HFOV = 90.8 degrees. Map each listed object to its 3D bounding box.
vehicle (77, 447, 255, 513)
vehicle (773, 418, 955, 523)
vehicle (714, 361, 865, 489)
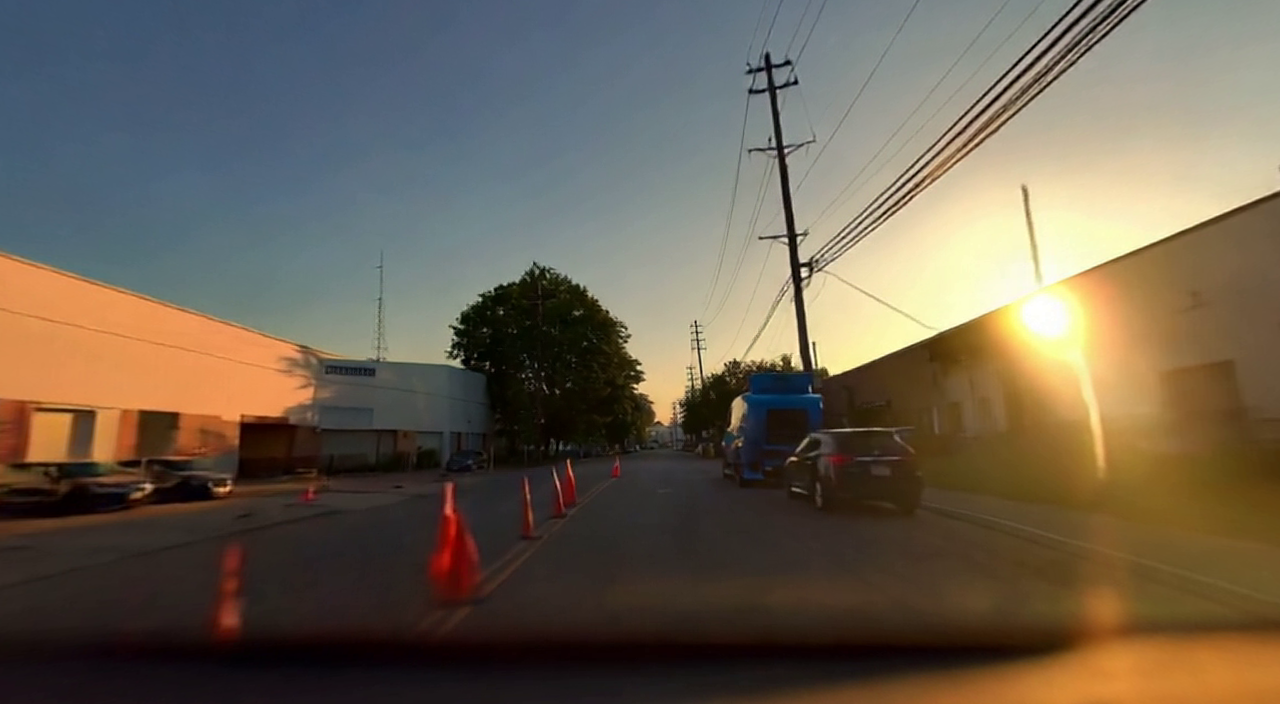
[{"bbox_3d":[-14.243,3.808,19.432,2.078,1.674,4.652,0,-8,-4],"label":"vehicle"},{"bbox_3d":[4.180,2.278,12.676,1.892,1.696,4.332,0,-8,-2],"label":"vehicle"},{"bbox_3d":[4.284,2.489,20.195,3.058,3.269,7.674,-1,-9,1],"label":"vehicle"}]
